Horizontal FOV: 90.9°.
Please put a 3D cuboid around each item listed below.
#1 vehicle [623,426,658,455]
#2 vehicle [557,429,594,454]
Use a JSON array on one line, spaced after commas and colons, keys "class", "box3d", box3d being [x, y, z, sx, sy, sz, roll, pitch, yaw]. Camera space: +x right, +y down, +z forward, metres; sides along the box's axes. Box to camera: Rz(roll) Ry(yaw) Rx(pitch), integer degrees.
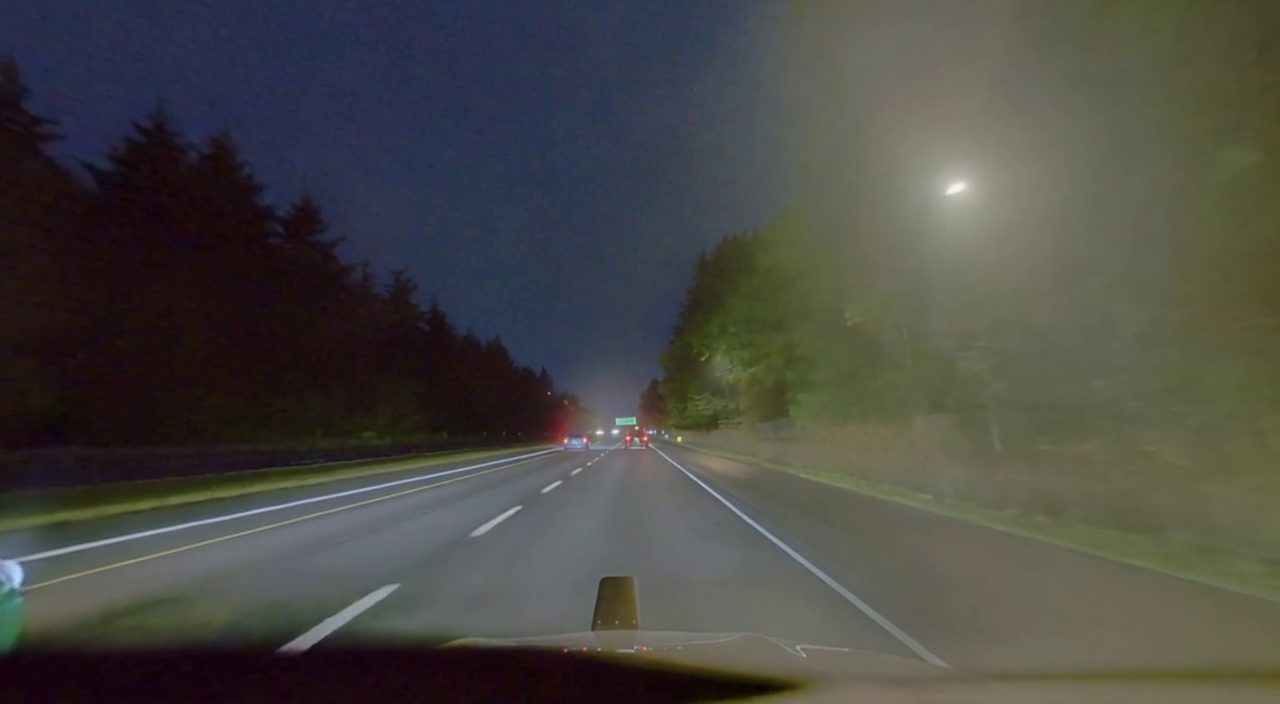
[{"class": "vehicle", "box3d": [0.015, 5.826, 41.584, 2.170, 1.790, 4.490, 0, -8, -1]}, {"class": "vehicle", "box3d": [-4.304, 6.039, 42.705, 2.055, 1.610, 4.116, 0, -8, 0]}]
